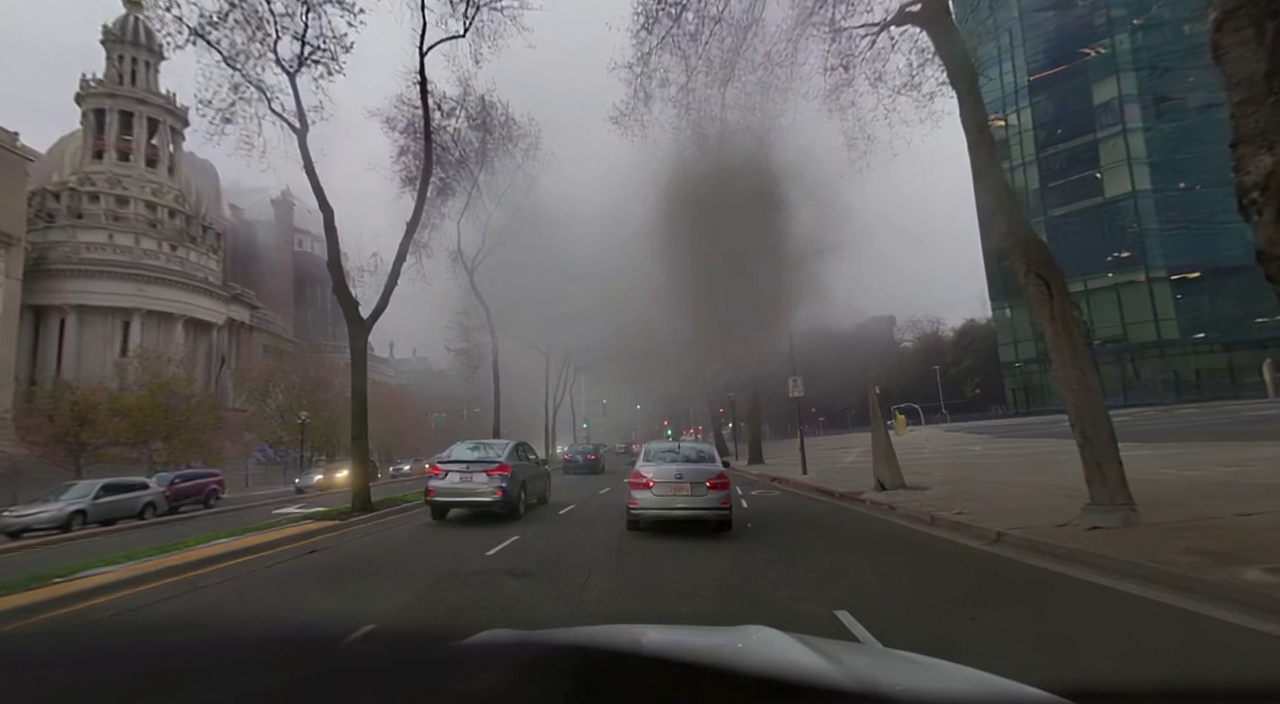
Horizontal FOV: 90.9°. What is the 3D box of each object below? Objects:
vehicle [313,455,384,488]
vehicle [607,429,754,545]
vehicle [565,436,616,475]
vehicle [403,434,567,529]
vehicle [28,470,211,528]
[{"bbox_3d":[-16.928,6.934,36.900,2.075,1.700,4.405,0,-9,0],"label":"vehicle"},{"bbox_3d":[0.612,2.074,10.301,1.933,1.504,3.802,0,-9,3],"label":"vehicle"},{"bbox_3d":[-2.350,5.018,30.827,1.969,1.764,4.160,0,-9,3],"label":"vehicle"},{"bbox_3d":[-2.763,2.422,12.385,1.961,1.517,4.202,0,-9,3],"label":"vehicle"},{"bbox_3d":[-17.003,4.799,21.011,2.092,1.522,4.624,0,-9,1],"label":"vehicle"}]
